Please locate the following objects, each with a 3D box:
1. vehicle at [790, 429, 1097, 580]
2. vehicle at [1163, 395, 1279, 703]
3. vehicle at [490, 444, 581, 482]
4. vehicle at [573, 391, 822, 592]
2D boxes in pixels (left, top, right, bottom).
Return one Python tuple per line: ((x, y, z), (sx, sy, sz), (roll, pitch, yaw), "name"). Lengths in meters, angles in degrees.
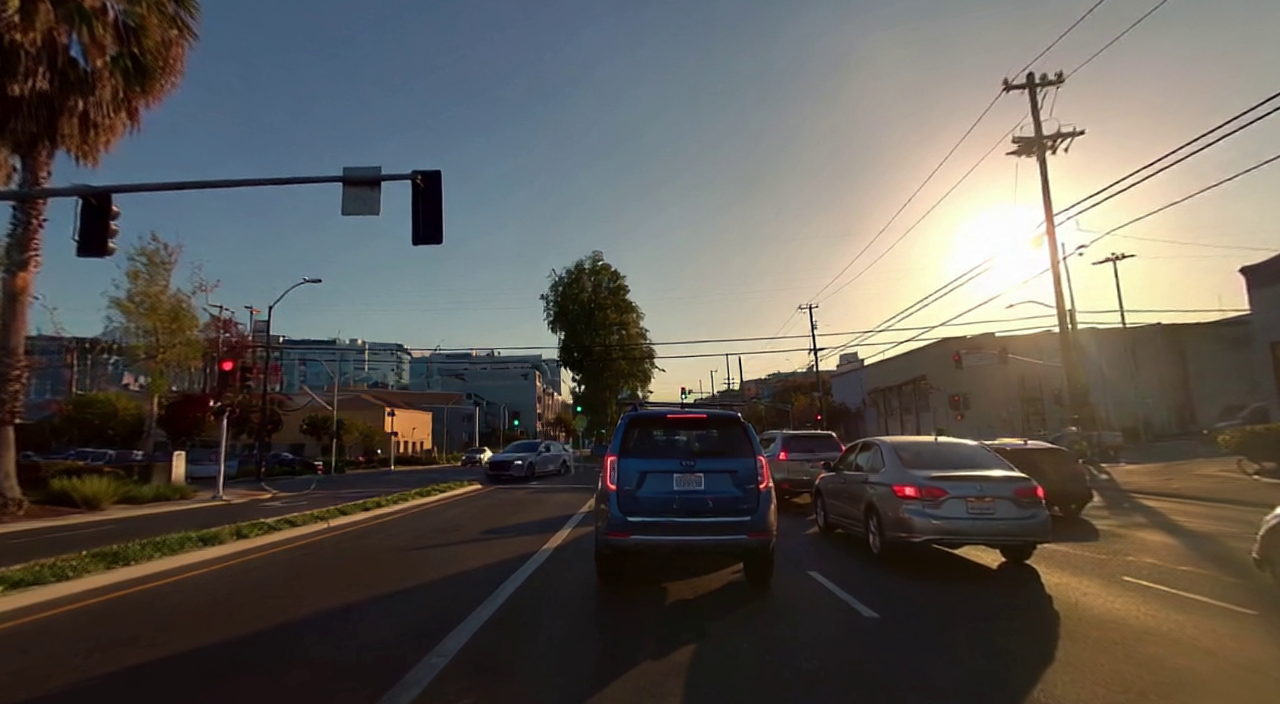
((3.498, 1.824, 8.371), (1.895, 1.456, 4.255), (0, -9, -1), "vehicle")
((3.359, 0.656, 0.715), (1.805, 1.485, 4.348), (0, -9, 1), "vehicle")
((-4.926, 5.116, 29.372), (4.415, 1.628, 1.964), (-9, -12, 44), "vehicle")
((0.453, 1.573, 7.867), (2.228, 1.780, 4.269), (0, -9, -2), "vehicle")
